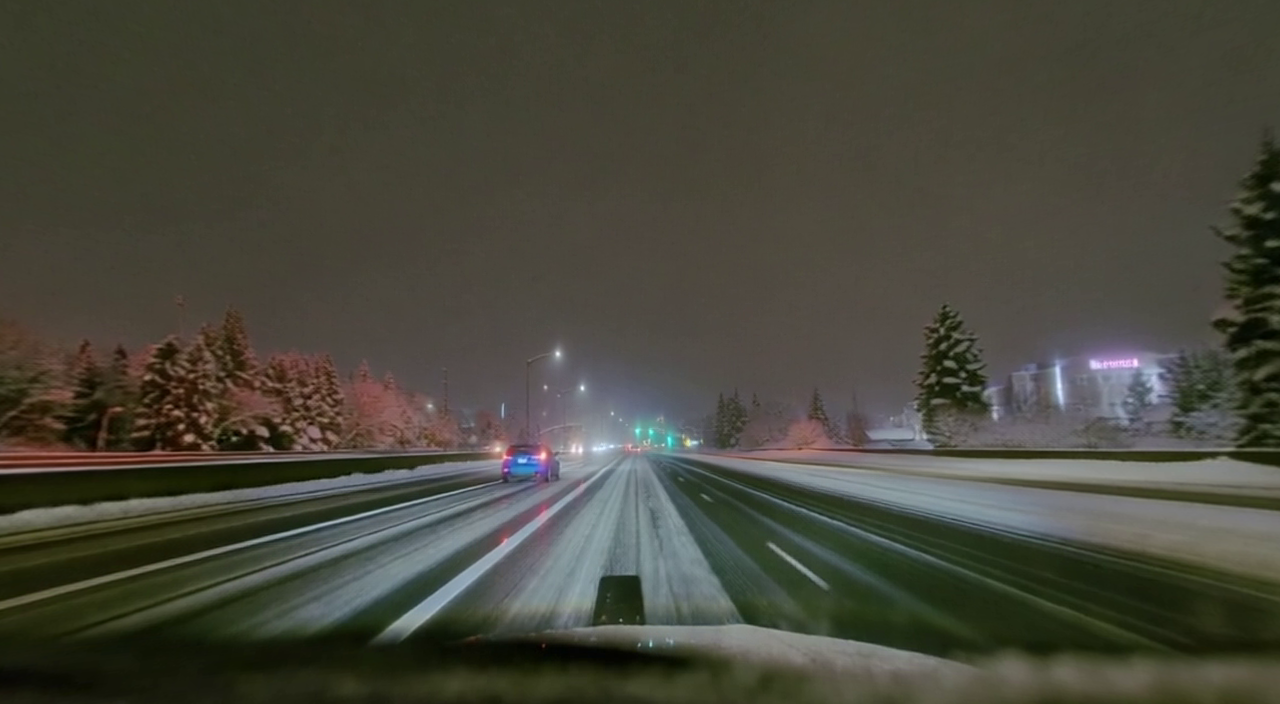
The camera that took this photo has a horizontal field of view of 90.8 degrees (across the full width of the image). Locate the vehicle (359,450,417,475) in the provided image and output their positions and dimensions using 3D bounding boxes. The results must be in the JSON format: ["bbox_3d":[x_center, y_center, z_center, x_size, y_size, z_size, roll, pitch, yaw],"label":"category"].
[{"bbox_3d":[-16.937,7.404,42.701,1.991,1.538,4.654,0,-9,0],"label":"vehicle"}]

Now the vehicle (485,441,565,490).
[{"bbox_3d":[-3.819,3.861,21.840,1.900,1.492,4.495,0,-9,0],"label":"vehicle"}]
